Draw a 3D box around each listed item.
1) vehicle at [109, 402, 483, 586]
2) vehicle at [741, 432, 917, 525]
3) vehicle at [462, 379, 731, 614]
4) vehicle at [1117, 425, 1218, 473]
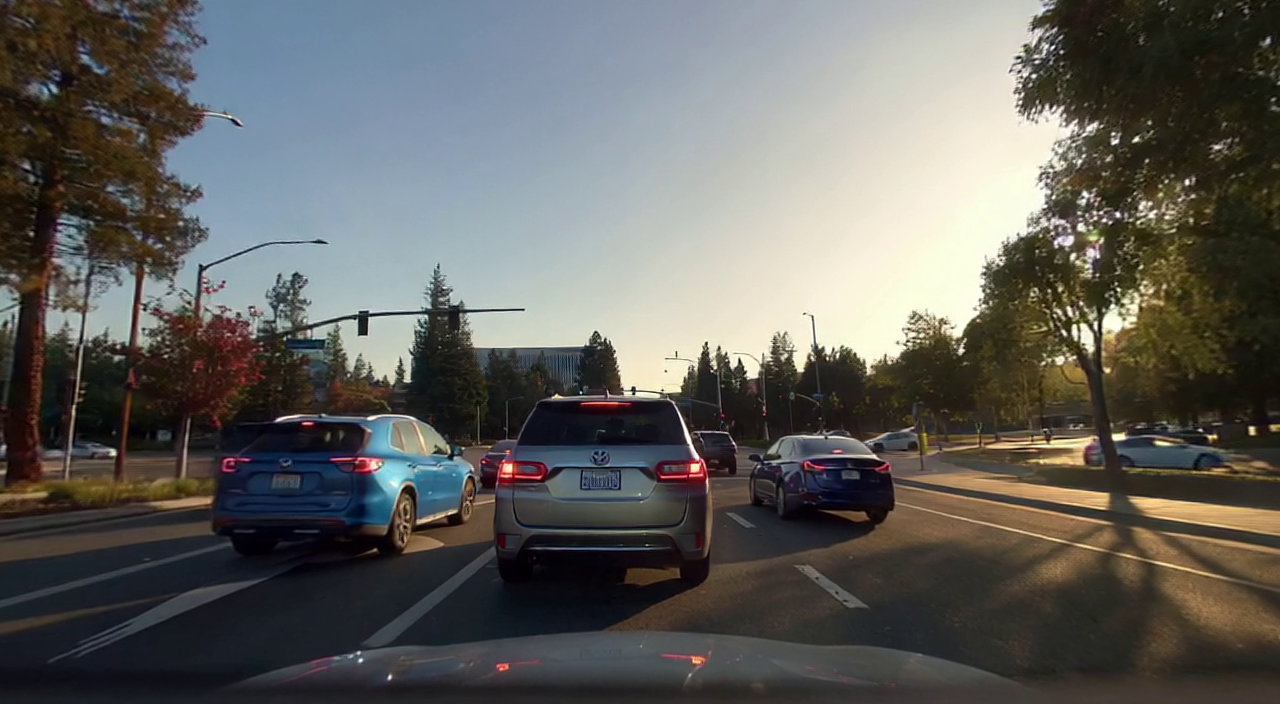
[{"bbox_3d":[-3.713,1.630,8.097,2.160,1.666,4.583,0,-8,1],"label":"vehicle"},{"bbox_3d":[3.399,2.364,12.345,2.121,1.494,4.208,0,-8,0],"label":"vehicle"},{"bbox_3d":[-0.344,1.436,7.109,2.064,1.817,4.298,0,-8,0],"label":"vehicle"},{"bbox_3d":[19.284,3.519,22.979,4.215,1.578,1.892,7,-11,-39],"label":"vehicle"}]
